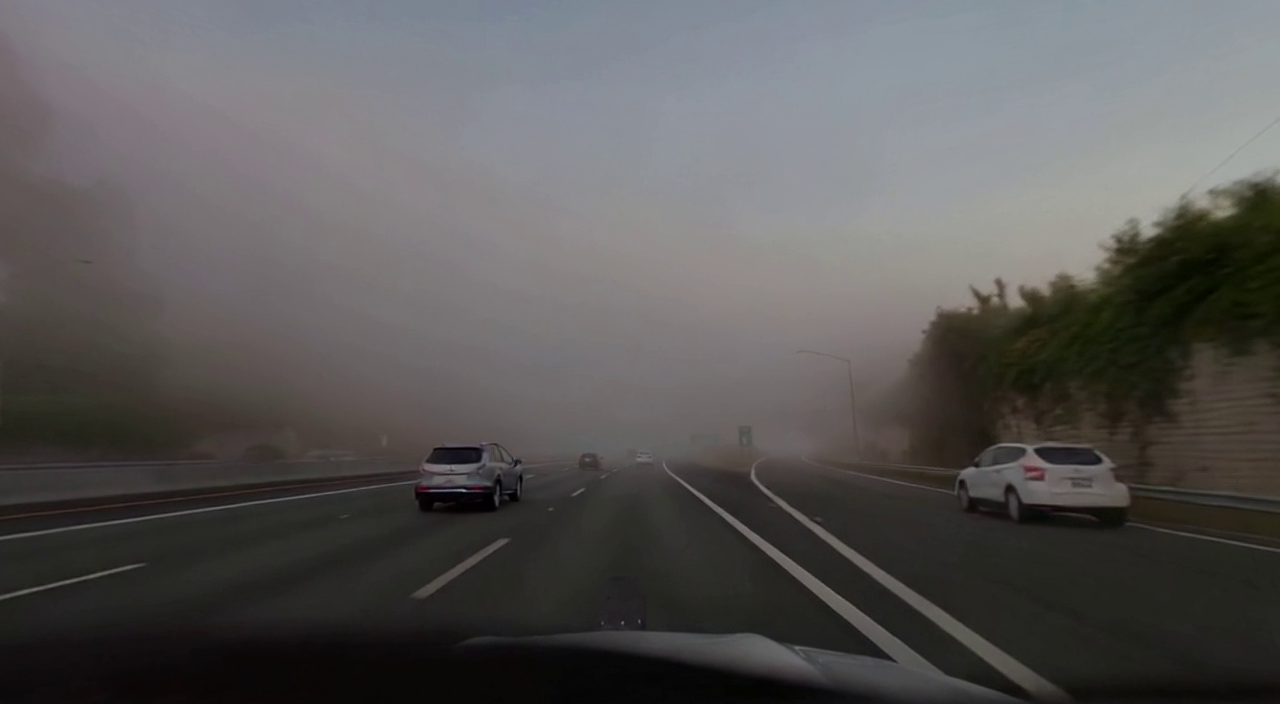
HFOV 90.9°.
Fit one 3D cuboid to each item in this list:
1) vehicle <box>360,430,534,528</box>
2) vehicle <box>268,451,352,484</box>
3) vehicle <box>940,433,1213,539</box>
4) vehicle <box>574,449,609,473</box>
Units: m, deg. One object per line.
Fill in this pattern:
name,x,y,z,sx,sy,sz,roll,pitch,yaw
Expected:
vehicle,-3.750,2.559,13.242,2.263,1.696,4.321,0,-9,0
vehicle,-16.154,5.651,31.061,1.897,1.470,3.972,0,-9,1
vehicle,7.591,2.349,11.749,2.020,1.548,4.715,-1,-9,5
vehicle,-3.293,7.449,43.369,1.997,1.540,3.906,0,-9,1
